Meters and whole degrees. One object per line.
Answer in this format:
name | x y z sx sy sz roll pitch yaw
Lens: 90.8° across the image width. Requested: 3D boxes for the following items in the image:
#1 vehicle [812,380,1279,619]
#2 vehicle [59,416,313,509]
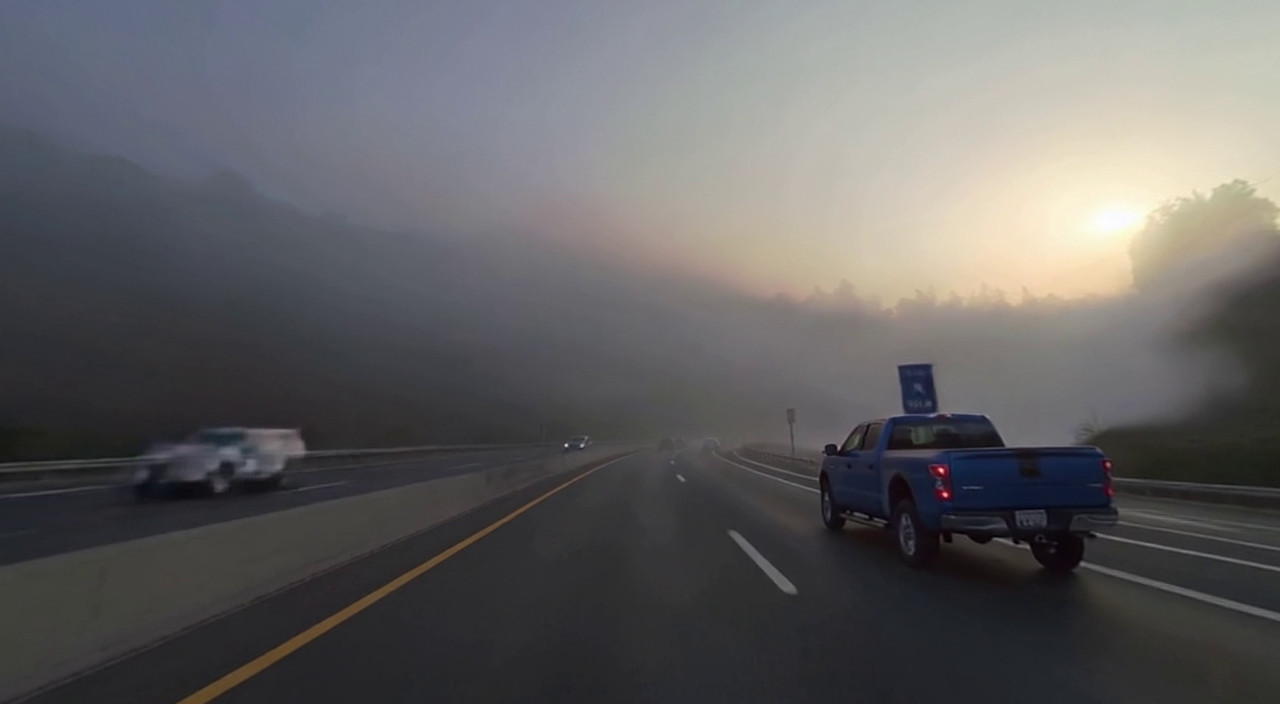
vehicle | 3.662 1.420 7.051 2.151 1.744 4.709 0 -8 0
vehicle | -11.006 2.729 16.130 2.173 1.932 5.712 0 -8 1
